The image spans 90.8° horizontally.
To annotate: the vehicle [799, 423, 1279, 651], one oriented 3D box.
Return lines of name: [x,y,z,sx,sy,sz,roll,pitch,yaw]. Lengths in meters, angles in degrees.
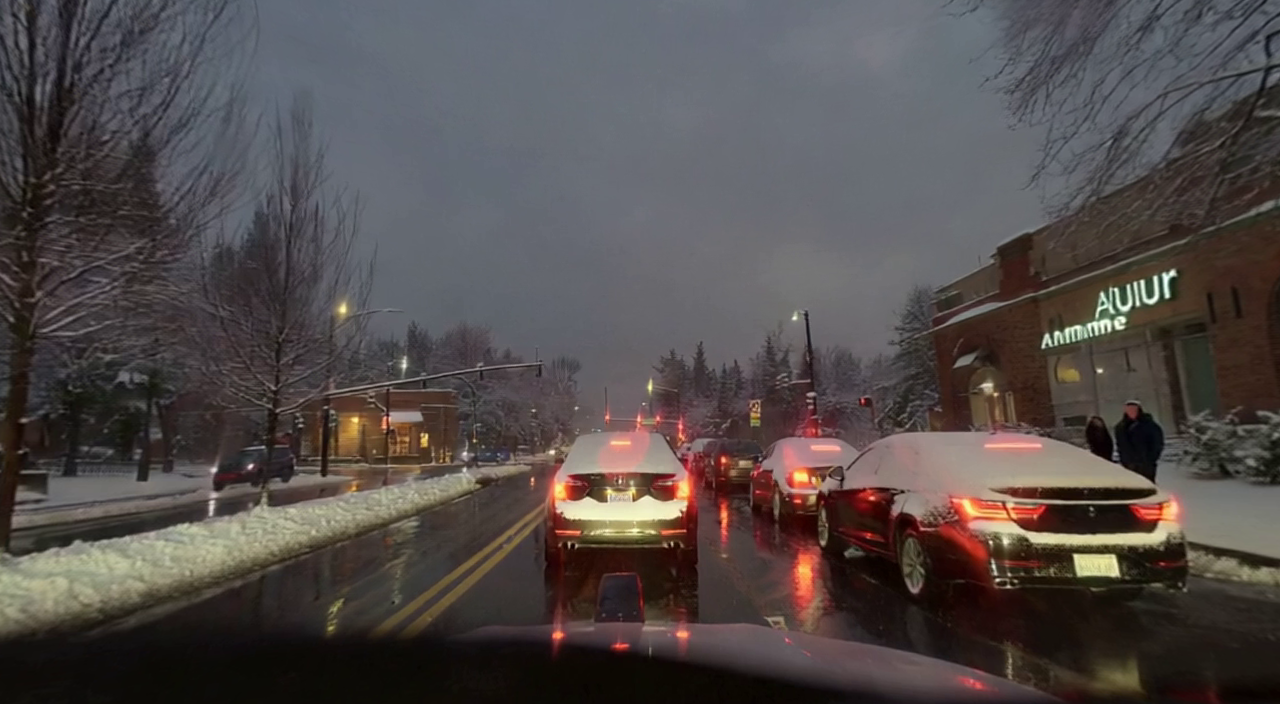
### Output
vehicle: [3.207,1.546,6.436,1.912,1.454,4.537,0,-9,-1]

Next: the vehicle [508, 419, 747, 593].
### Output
vehicle: [-0.145,1.671,7.678,2.118,1.512,4.013,0,-9,-1]

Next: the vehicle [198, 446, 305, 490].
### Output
vehicle: [-15.517,4.628,25.547,1.933,1.614,4.042,0,-9,-4]

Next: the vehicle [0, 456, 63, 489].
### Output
vehicle: [-31.731,5.998,31.558,1.913,1.531,4.000,-9,-12,43]
